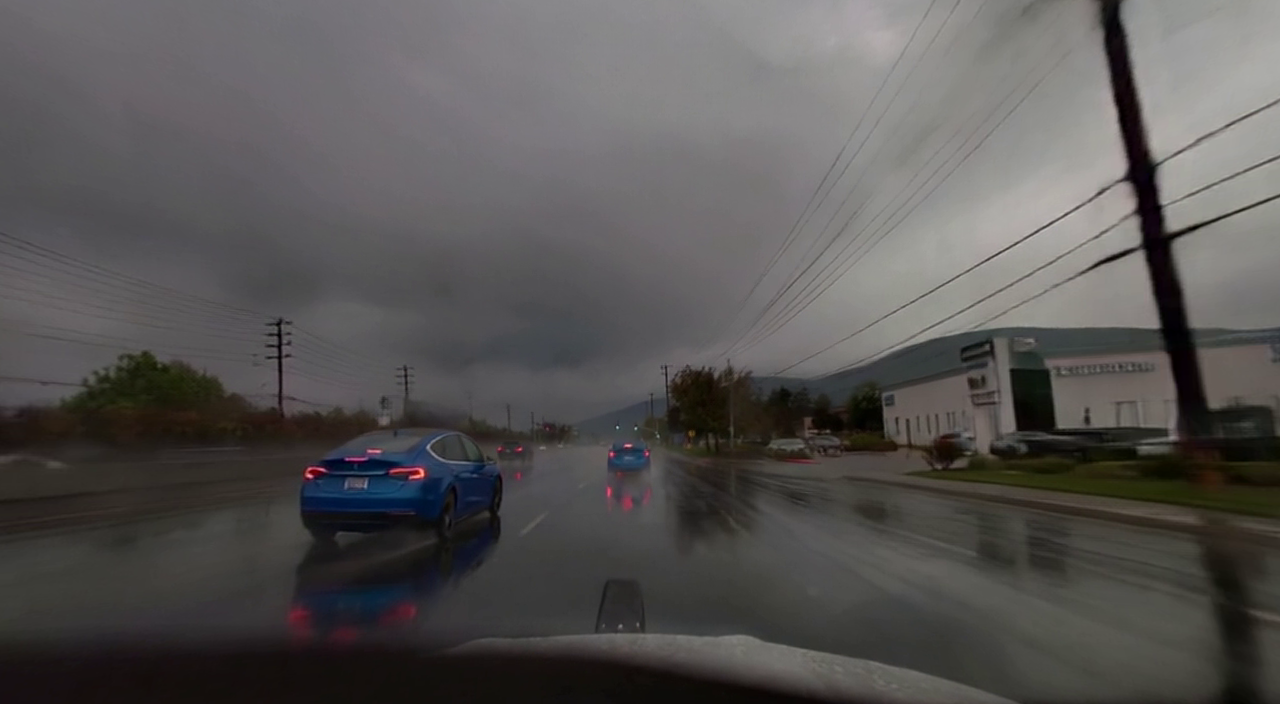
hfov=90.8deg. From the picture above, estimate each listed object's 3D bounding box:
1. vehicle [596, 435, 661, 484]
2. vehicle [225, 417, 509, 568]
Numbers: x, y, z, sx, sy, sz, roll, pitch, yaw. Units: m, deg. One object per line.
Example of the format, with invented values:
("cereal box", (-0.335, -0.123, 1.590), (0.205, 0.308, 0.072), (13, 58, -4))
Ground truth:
("vehicle", (-0.398, 3.951, 23.582), (2.189, 1.652, 4.135), (0, -8, 0))
("vehicle", (-3.456, 1.878, 9.319), (1.985, 1.607, 4.892), (0, -8, 0))
